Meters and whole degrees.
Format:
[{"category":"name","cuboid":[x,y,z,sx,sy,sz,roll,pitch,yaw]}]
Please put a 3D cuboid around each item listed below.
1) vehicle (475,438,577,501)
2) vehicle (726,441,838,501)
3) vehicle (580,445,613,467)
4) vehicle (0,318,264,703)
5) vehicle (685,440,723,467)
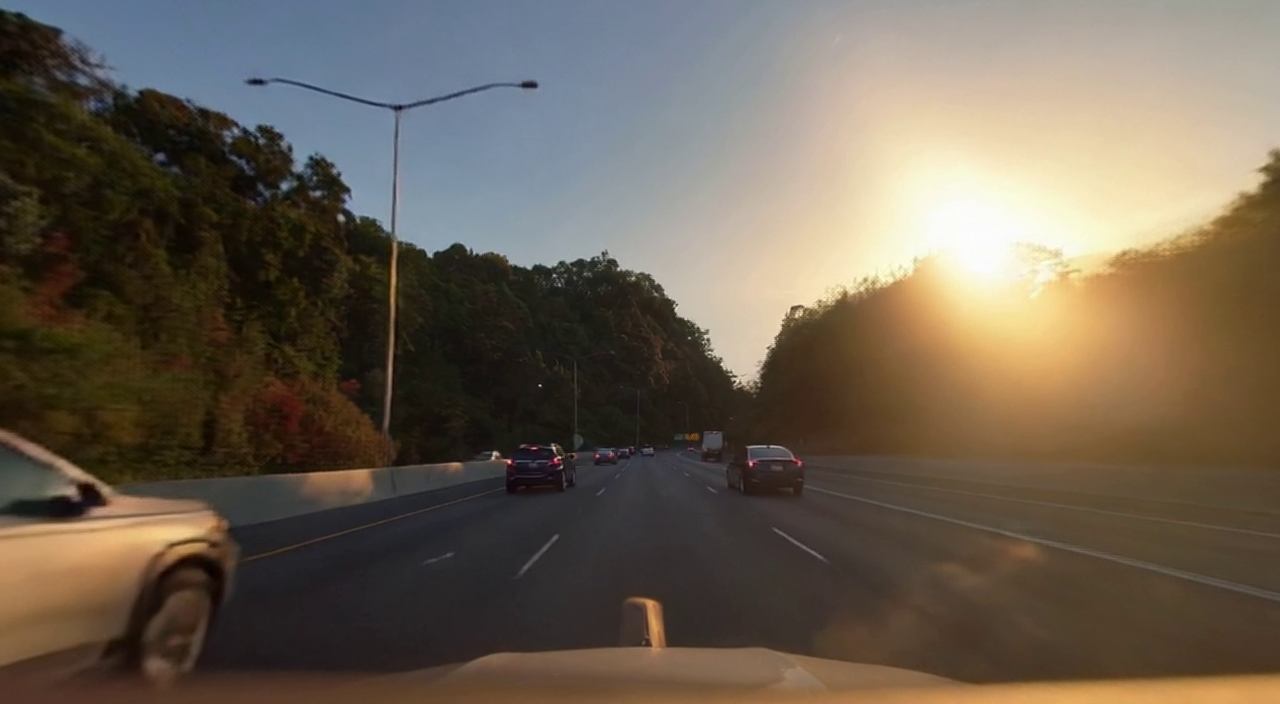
[{"category":"vehicle","cuboid":[-3.195,3.404,18.792,1.974,1.589,5.047,-1,-8,1]},{"category":"vehicle","cuboid":[3.823,3.287,17.971,2.040,1.461,4.822,0,-8,0]},{"category":"vehicle","cuboid":[-3.208,7.714,46.950,2.099,1.494,4.504,0,-8,1]},{"category":"vehicle","cuboid":[-3.437,0.650,1.490,2.139,1.764,4.707,0,-8,1]},{"category":"vehicle","cuboid":[4.441,7.164,44.637,2.144,1.752,4.765,0,-8,0]}]
